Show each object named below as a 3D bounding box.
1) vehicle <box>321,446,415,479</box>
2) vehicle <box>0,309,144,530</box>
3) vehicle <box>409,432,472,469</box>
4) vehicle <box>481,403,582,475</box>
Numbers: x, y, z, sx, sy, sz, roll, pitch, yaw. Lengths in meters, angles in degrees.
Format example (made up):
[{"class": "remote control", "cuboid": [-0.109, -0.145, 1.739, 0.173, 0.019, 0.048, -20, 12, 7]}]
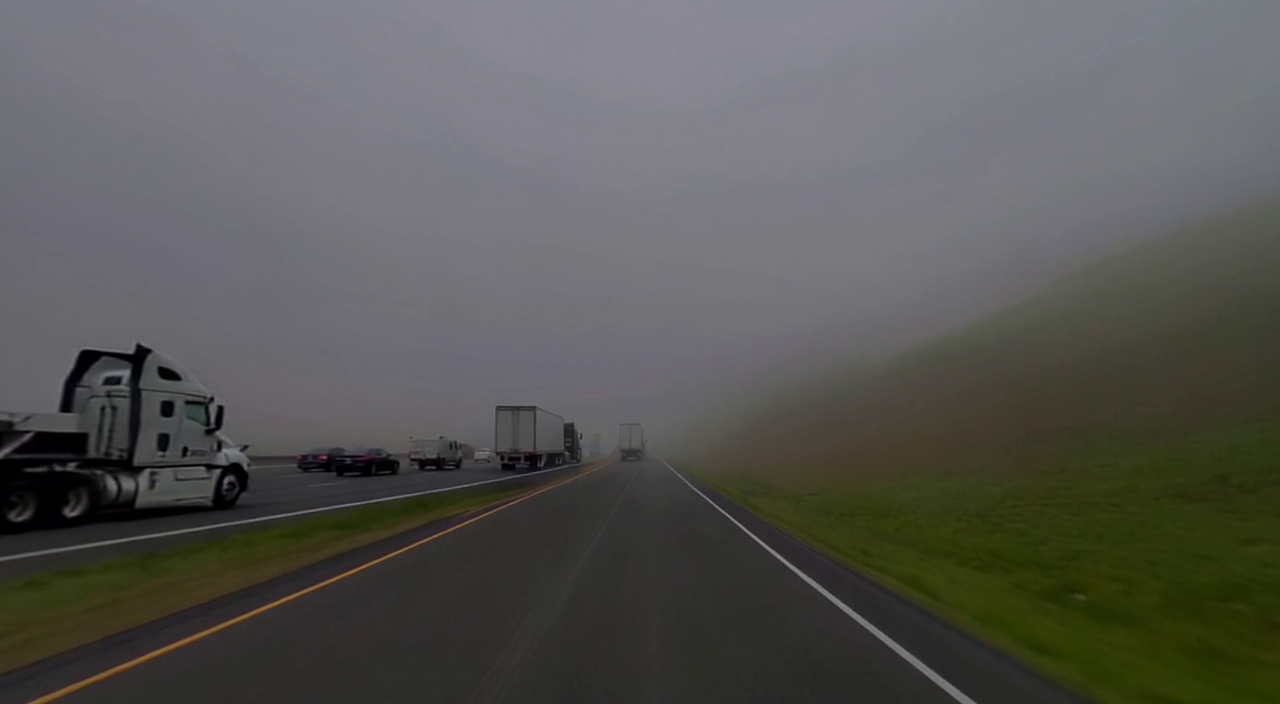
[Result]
[{"class": "vehicle", "cuboid": [-13.122, 5.350, 30.781, 1.925, 1.493, 4.864, -1, -9, 8]}, {"class": "vehicle", "cuboid": [-12.329, 0.639, 7.332, 2.745, 3.617, 11.590, -1, -9, 6]}, {"class": "vehicle", "cuboid": [-14.739, 7.319, 46.903, 2.264, 2.596, 5.494, -1, -9, 8]}, {"class": "vehicle", "cuboid": [-6.922, 6.117, 43.442, 2.848, 4.067, 14.314, -1, -9, 7]}]
